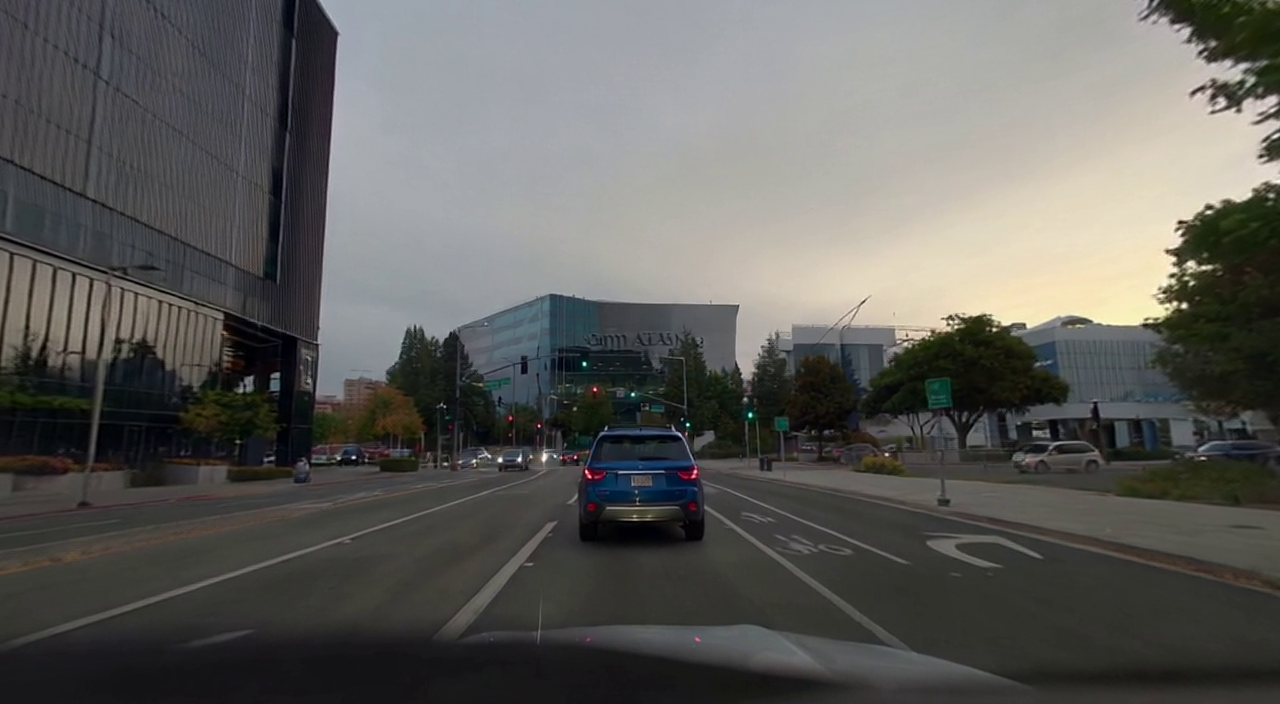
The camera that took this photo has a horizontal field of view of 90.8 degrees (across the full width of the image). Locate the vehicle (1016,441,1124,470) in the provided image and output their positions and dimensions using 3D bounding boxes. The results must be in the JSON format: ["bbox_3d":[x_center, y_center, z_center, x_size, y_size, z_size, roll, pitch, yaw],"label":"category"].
[{"bbox_3d":[24.519,5.920,36.115,4.571,1.558,2.171,0,-9,-2],"label":"vehicle"}]

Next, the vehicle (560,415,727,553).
[{"bbox_3d":[-0.038,2.025,10.355,2.183,1.765,4.059,0,-8,-2],"label":"vehicle"}]

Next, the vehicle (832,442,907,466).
[{"bbox_3d":[15.671,6.968,43.262,4.422,1.563,1.751,0,-9,-2],"label":"vehicle"}]

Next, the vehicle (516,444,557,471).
[{"bbox_3d":[-6.751,6.890,41.486,2.028,1.655,4.189,0,-9,-1],"label":"vehicle"}]
